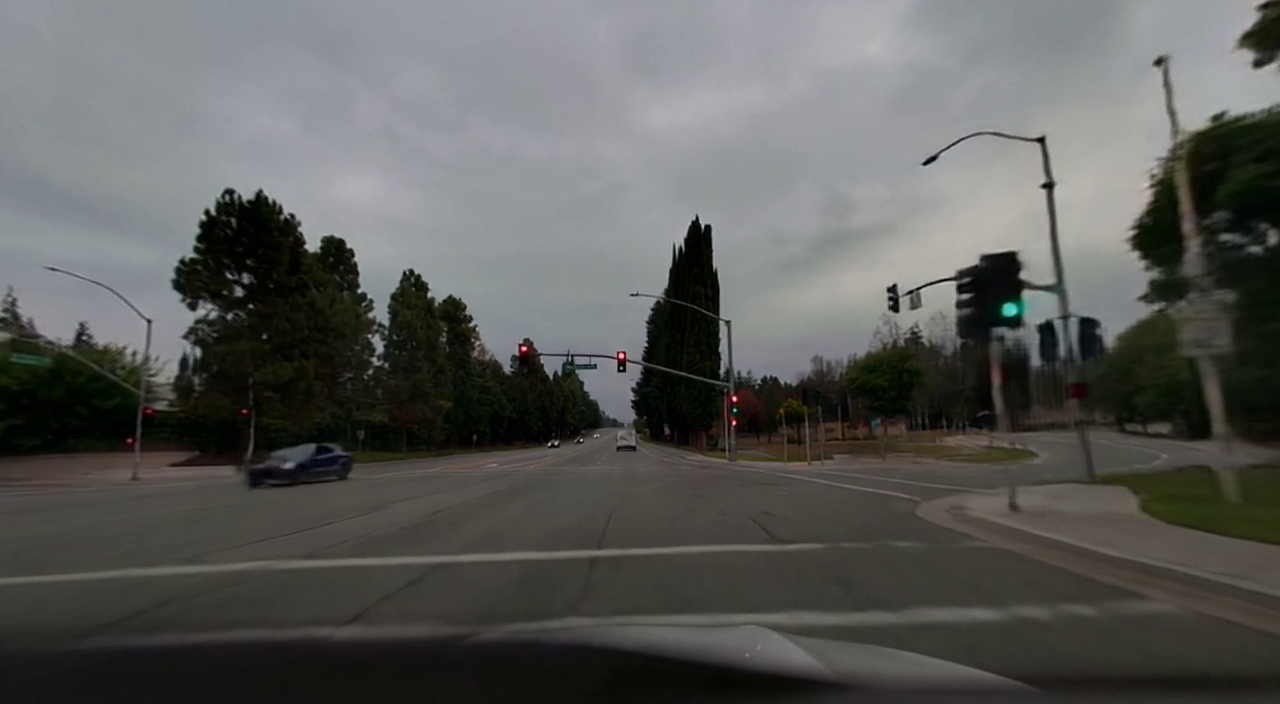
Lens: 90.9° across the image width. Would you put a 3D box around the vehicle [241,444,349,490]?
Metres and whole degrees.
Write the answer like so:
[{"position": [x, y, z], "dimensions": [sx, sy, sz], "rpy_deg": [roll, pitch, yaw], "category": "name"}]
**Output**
[{"position": [-12.955, 4.305, 24.006], "dimensions": [1.877, 1.600, 3.952], "rpy_deg": [0, -8, 0], "category": "vehicle"}]
